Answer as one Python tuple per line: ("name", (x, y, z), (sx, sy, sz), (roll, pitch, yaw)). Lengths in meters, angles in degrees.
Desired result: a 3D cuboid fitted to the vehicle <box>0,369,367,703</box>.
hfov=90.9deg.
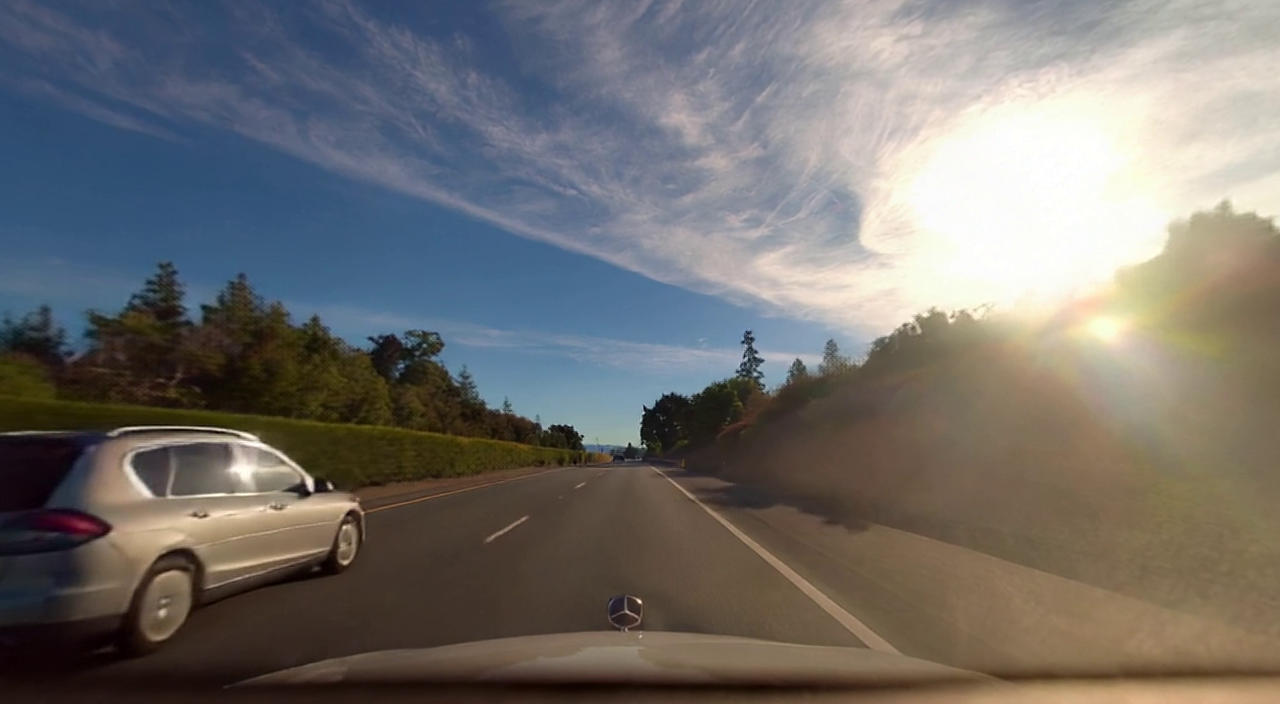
("vehicle", (-3.928, 1.153, 4.240), (2.135, 1.686, 4.517), (0, -9, 0))
